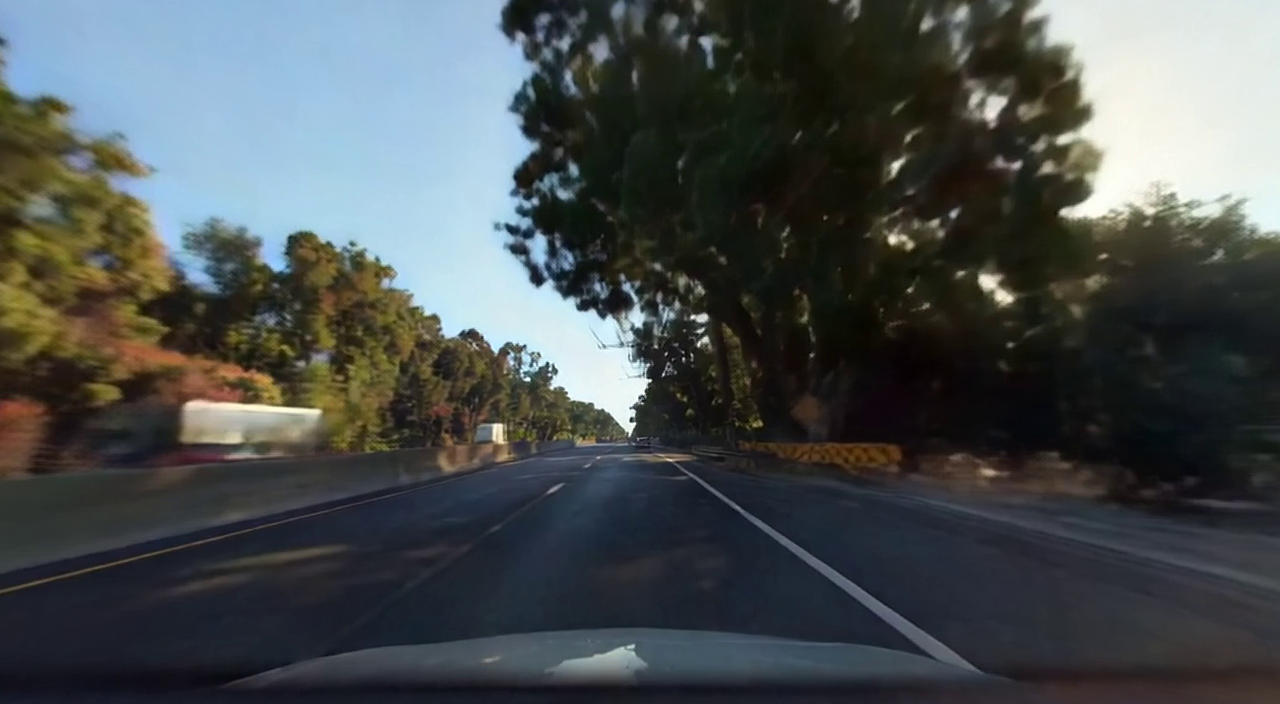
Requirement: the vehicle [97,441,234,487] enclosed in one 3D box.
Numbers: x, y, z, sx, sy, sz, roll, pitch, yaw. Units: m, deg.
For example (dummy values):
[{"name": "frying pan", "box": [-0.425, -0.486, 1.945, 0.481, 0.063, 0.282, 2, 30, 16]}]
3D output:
[{"name": "vehicle", "box": [-16.395, 3.858, 22.072, 1.744, 1.433, 3.967, 0, -8, -1]}]
